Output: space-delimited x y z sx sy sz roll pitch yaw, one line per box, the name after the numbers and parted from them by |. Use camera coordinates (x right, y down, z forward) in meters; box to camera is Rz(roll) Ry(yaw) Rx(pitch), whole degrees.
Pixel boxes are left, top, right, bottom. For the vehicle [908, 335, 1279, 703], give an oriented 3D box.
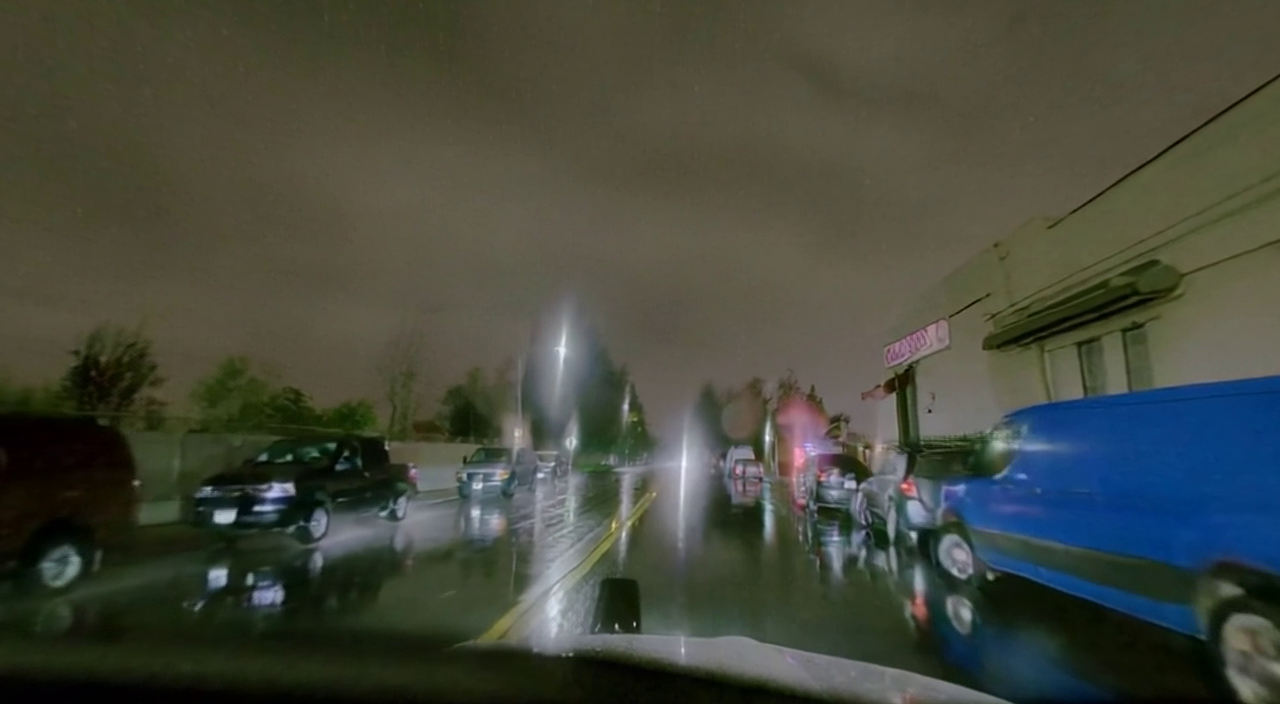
4.387 1.230 4.887 2.327 2.021 5.850 1 -8 3 | vehicle

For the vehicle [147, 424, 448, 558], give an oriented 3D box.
-5.964 2.476 12.254 2.304 1.937 5.720 -1 -9 4 | vehicle

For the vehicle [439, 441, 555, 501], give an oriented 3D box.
-5.044 4.299 23.397 2.504 1.919 5.658 -1 -9 6 | vehicle

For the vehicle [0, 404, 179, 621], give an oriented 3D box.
-6.613 1.411 5.529 1.857 1.908 4.081 -1 -9 3 | vehicle
